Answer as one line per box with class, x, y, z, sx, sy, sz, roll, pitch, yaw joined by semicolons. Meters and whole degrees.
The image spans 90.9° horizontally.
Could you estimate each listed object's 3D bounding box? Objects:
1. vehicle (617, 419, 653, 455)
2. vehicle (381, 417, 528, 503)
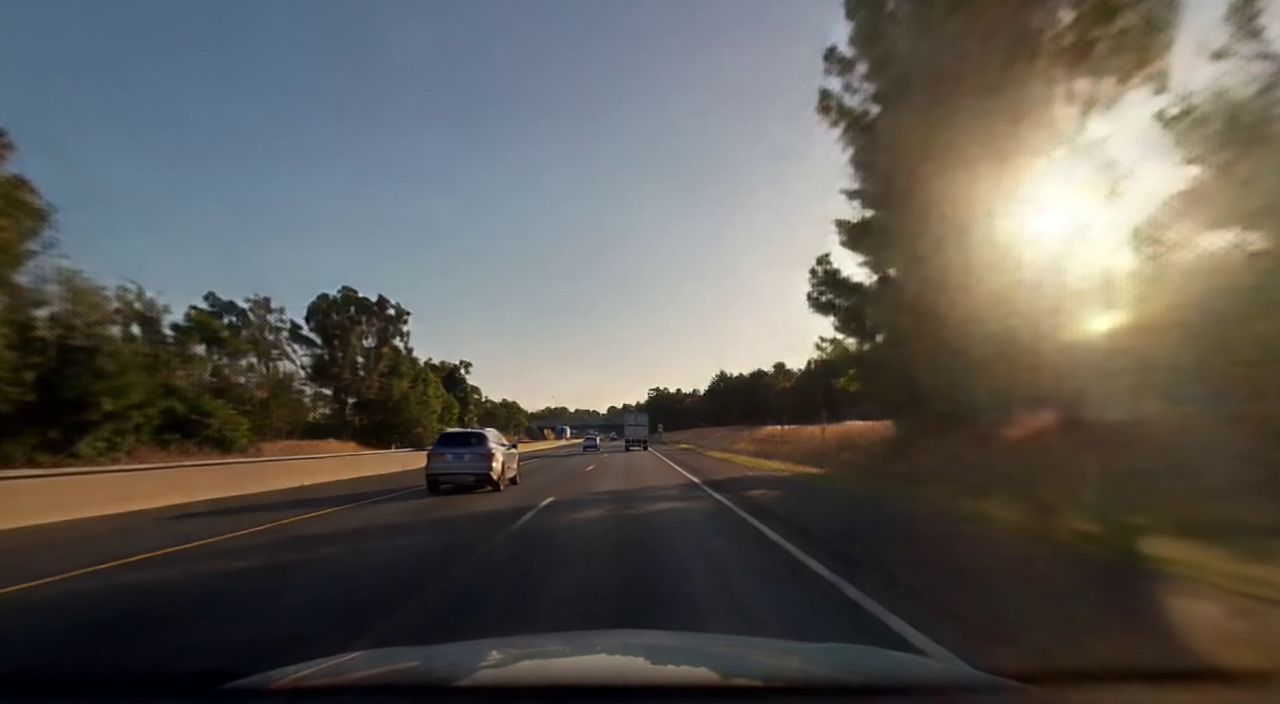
vehicle;-0.393;6.434;47.562;2.526;2.531;5.026;0;-8;-1
vehicle;-3.970;2.378;14.362;2.045;1.655;4.301;0;-8;0
